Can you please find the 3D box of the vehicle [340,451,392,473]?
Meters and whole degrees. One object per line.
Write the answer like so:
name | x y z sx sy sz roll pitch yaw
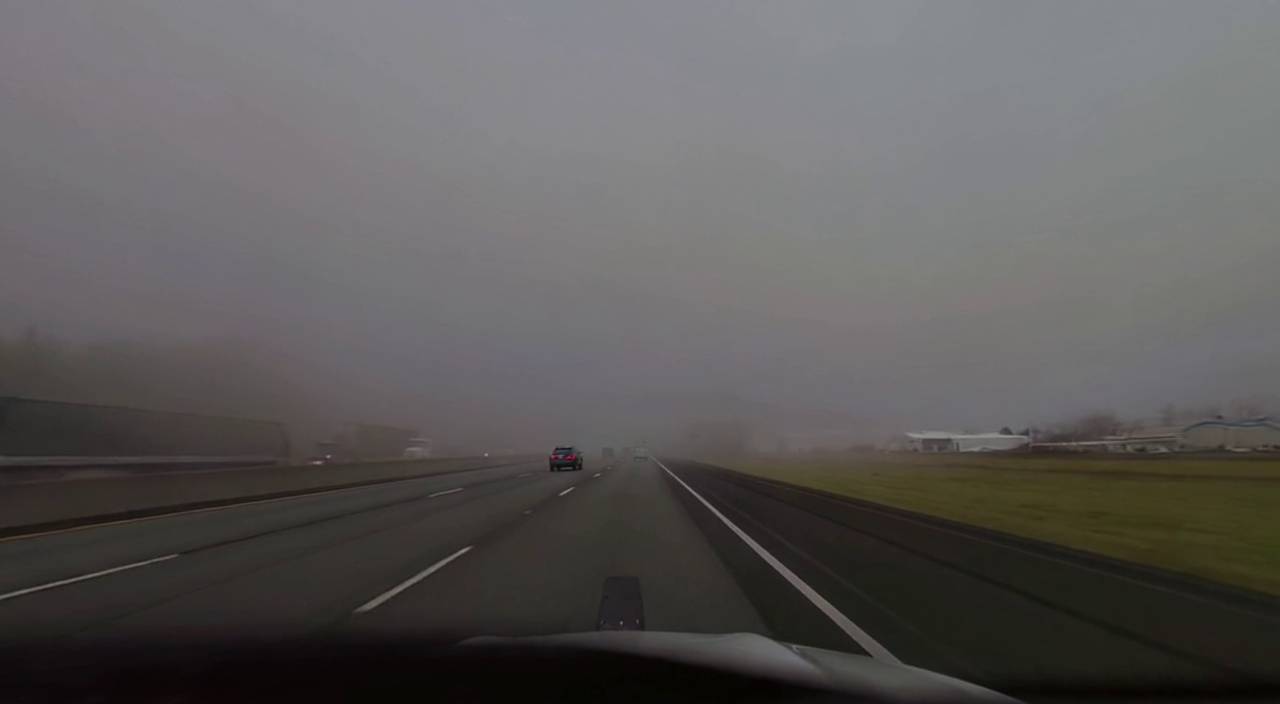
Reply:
vehicle | -19.305 7.763 44.644 1.843 1.437 4.194 0 -9 0

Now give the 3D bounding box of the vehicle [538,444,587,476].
vehicle | -3.931 5.528 32.541 1.954 1.541 4.079 0 -9 1

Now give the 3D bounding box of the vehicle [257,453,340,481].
vehicle | -19.296 6.508 35.923 1.947 1.459 4.851 0 -9 1

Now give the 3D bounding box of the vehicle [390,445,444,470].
vehicle | -15.729 7.481 44.816 2.100 1.678 4.963 0 -9 -1
